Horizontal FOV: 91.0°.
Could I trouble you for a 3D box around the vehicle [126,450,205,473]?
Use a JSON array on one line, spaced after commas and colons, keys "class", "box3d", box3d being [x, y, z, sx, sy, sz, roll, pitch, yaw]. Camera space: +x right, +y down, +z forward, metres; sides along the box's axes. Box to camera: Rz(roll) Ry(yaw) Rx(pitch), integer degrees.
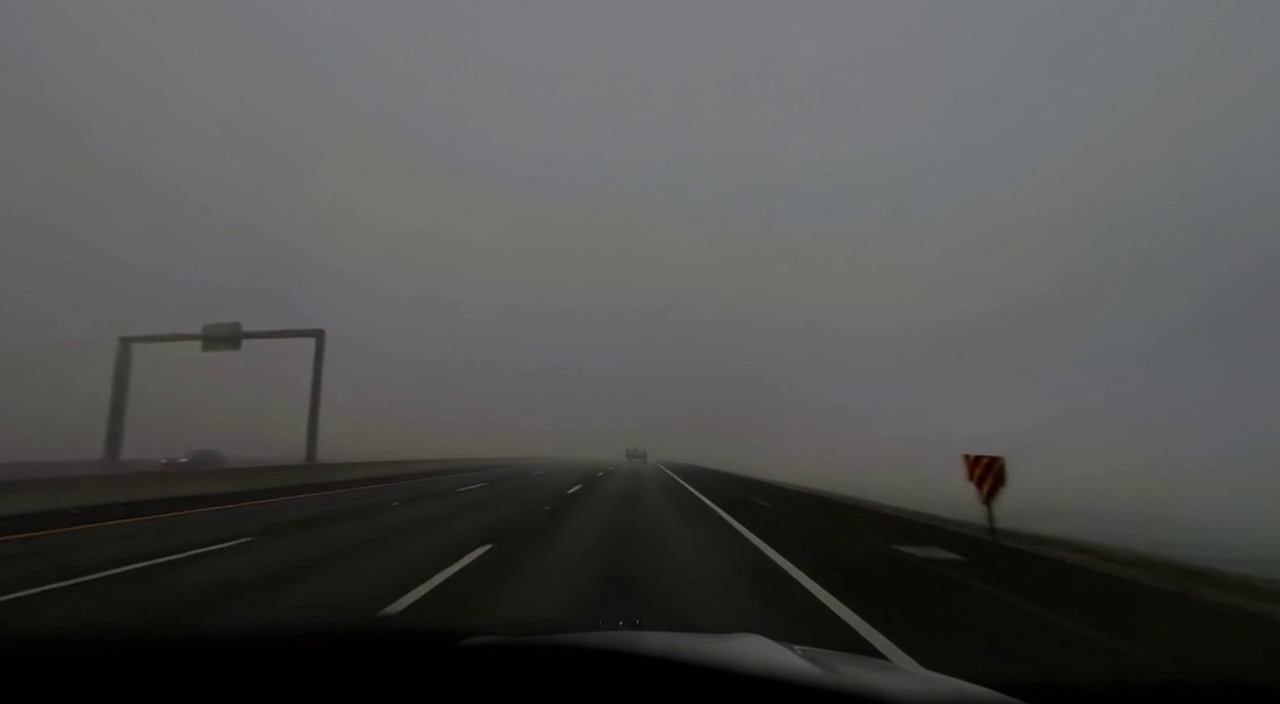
[{"class": "vehicle", "box3d": [-34.804, 8.044, 46.376, 1.951, 1.596, 4.811, 0, -9, 1]}]
